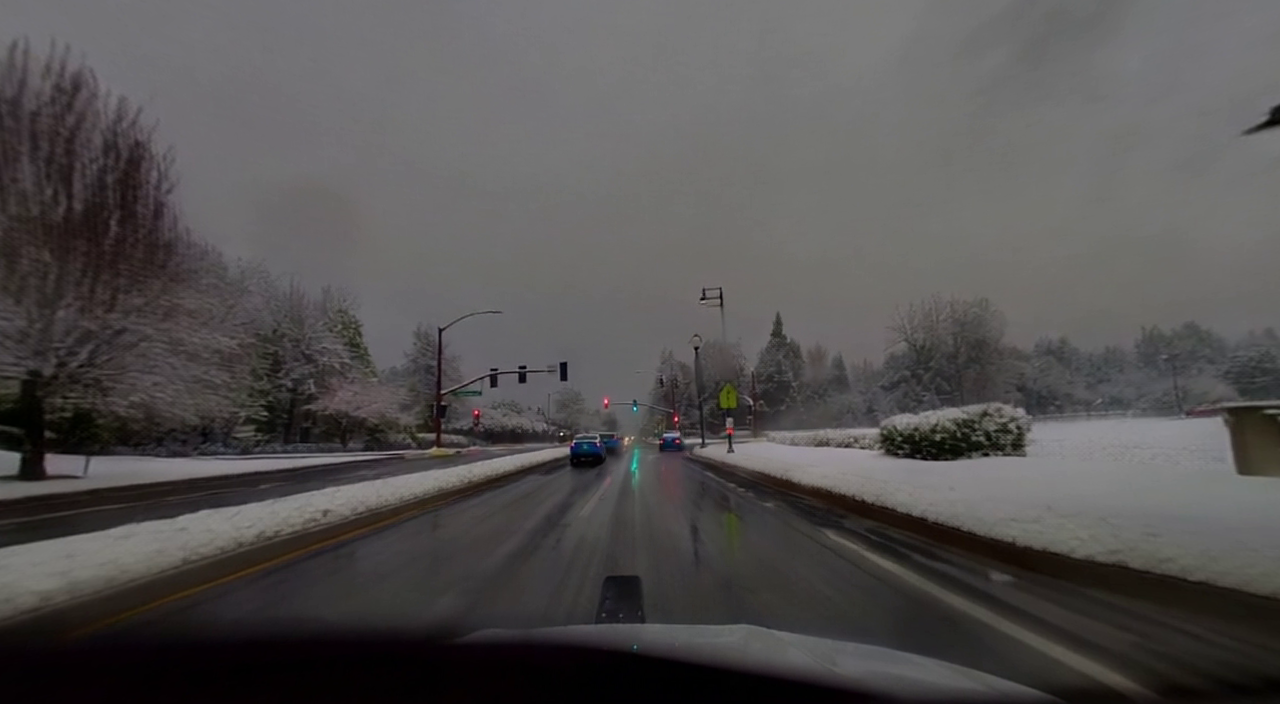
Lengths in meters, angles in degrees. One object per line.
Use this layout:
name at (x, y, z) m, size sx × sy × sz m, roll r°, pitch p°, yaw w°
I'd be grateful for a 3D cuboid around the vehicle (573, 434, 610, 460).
vehicle at (-2.995, 5.984, 39.817) m, size 1.979 × 1.492 × 3.930 m, roll 0°, pitch -9°, yaw 1°

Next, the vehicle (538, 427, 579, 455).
vehicle at (-6.097, 6.795, 48.023) m, size 2.390 × 2.020 × 5.085 m, roll 0°, pitch -9°, yaw 0°
